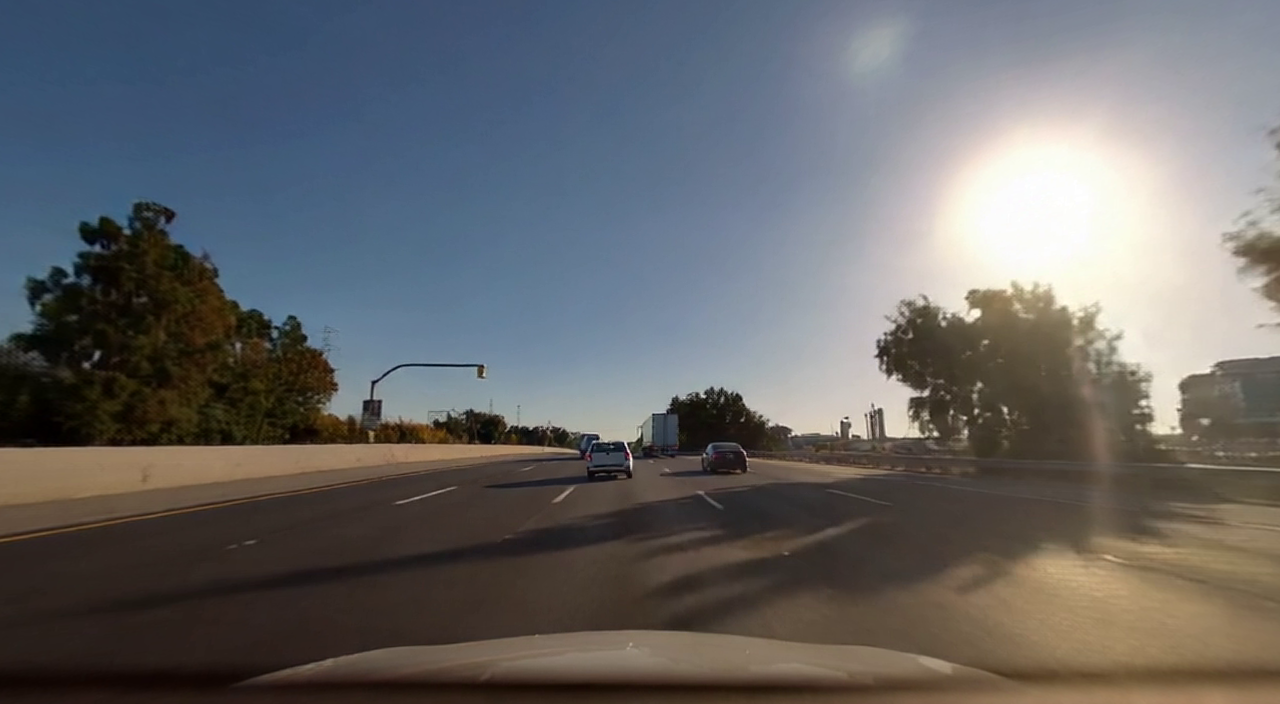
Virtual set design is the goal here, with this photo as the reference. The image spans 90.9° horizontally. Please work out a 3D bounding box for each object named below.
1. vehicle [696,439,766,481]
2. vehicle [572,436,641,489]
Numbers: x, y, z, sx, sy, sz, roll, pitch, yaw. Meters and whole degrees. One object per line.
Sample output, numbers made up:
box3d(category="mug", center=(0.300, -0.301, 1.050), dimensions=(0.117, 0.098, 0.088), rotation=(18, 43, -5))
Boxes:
box3d(category="vehicle", center=(3.428, 4.155, 24.591), dimensions=(1.971, 1.472, 4.301), rotation=(0, -9, -2))
box3d(category="vehicle", center=(-0.977, 3.556, 20.561), dimensions=(2.020, 1.516, 3.951), rotation=(-1, -9, 0))
